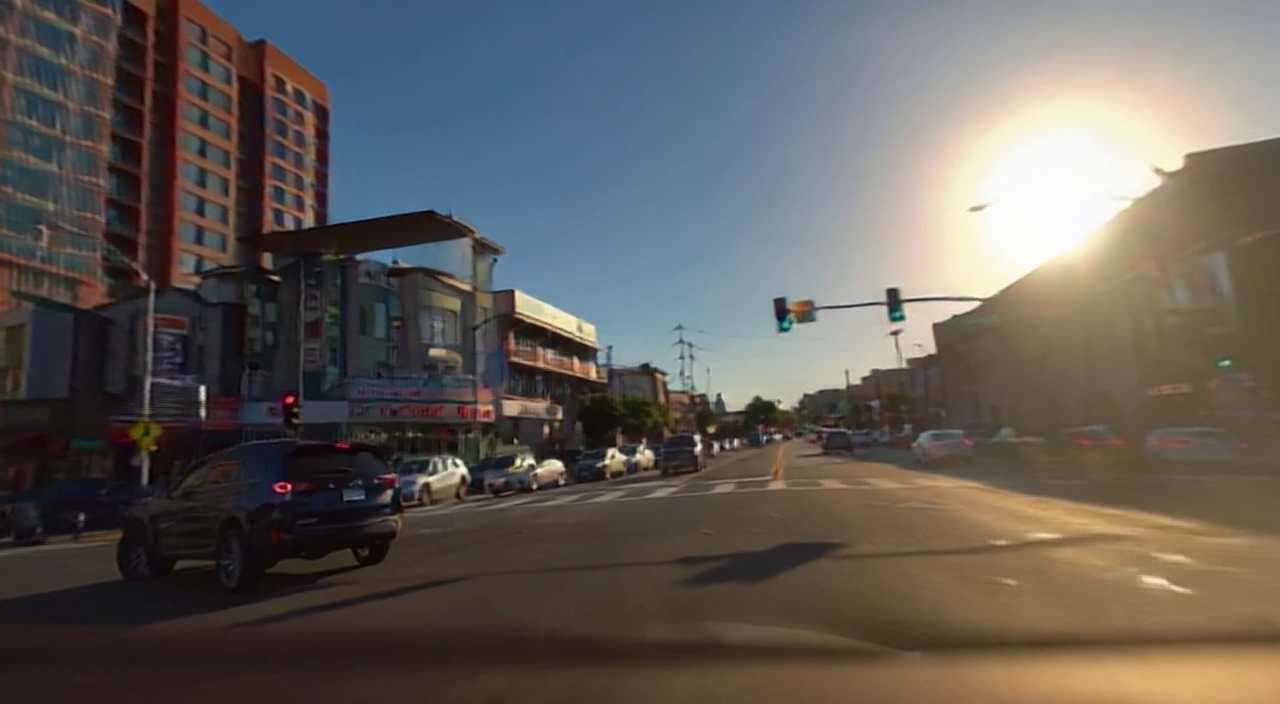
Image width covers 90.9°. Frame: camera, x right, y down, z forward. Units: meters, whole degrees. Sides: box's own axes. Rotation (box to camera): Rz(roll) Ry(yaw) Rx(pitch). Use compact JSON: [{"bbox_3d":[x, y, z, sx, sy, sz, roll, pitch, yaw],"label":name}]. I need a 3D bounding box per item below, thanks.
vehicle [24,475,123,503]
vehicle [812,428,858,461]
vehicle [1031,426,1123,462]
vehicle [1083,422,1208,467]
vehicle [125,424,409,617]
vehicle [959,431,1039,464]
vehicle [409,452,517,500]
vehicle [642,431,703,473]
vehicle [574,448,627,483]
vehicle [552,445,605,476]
[{"bbox_3d":[-34.936,8.445,38.923,4.671,1.547,1.907,-2,-9,9],"label":"vehicle"},{"bbox_3d":[12.224,5.844,39.840,2.115,1.932,5.189,-2,-9,10],"label":"vehicle"},{"bbox_3d":[20.455,4.400,29.738,1.798,1.431,4.429,-7,-11,11],"label":"vehicle"},{"bbox_3d":[19.519,3.662,24.636,1.746,1.446,4.475,-7,-11,10],"label":"vehicle"},{"bbox_3d":[-5.287,2.028,8.655,2.157,1.863,4.665,8,-12,-44],"label":"vehicle"},{"bbox_3d":[16.979,4.582,30.103,1.863,1.426,4.494,-2,-9,11],"label":"vehicle"},{"bbox_3d":[-6.931,4.899,25.433,1.993,1.708,5.219,-2,-9,11],"label":"vehicle"},{"bbox_3d":[1.872,5.363,33.780,2.428,2.035,5.636,-2,-9,11],"label":"vehicle"},{"bbox_3d":[-1.964,5.750,32.297,1.760,1.491,3.722,0,-7,11],"label":"vehicle"},{"bbox_3d":[-3.915,7.047,41.155,2.176,1.835,4.648,-2,-9,11],"label":"vehicle"}]
